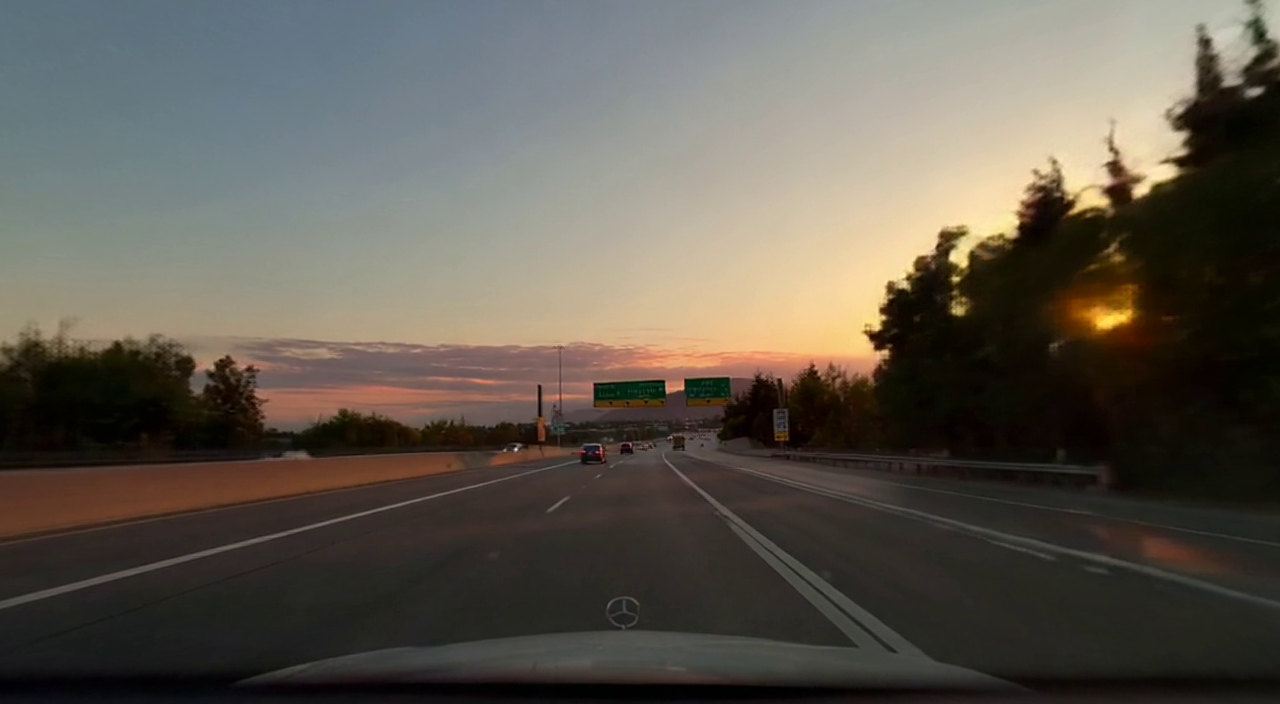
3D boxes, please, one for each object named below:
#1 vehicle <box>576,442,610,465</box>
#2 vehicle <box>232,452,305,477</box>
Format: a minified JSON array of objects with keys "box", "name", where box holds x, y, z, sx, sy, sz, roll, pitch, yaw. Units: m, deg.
[{"box":[-3.282,7.216,44.813,1.979,1.521,4.147,0,-9,1],"name":"vehicle"},{"box":[-23.180,7.010,39.568,1.784,1.468,4.487,0,-9,1],"name":"vehicle"}]
